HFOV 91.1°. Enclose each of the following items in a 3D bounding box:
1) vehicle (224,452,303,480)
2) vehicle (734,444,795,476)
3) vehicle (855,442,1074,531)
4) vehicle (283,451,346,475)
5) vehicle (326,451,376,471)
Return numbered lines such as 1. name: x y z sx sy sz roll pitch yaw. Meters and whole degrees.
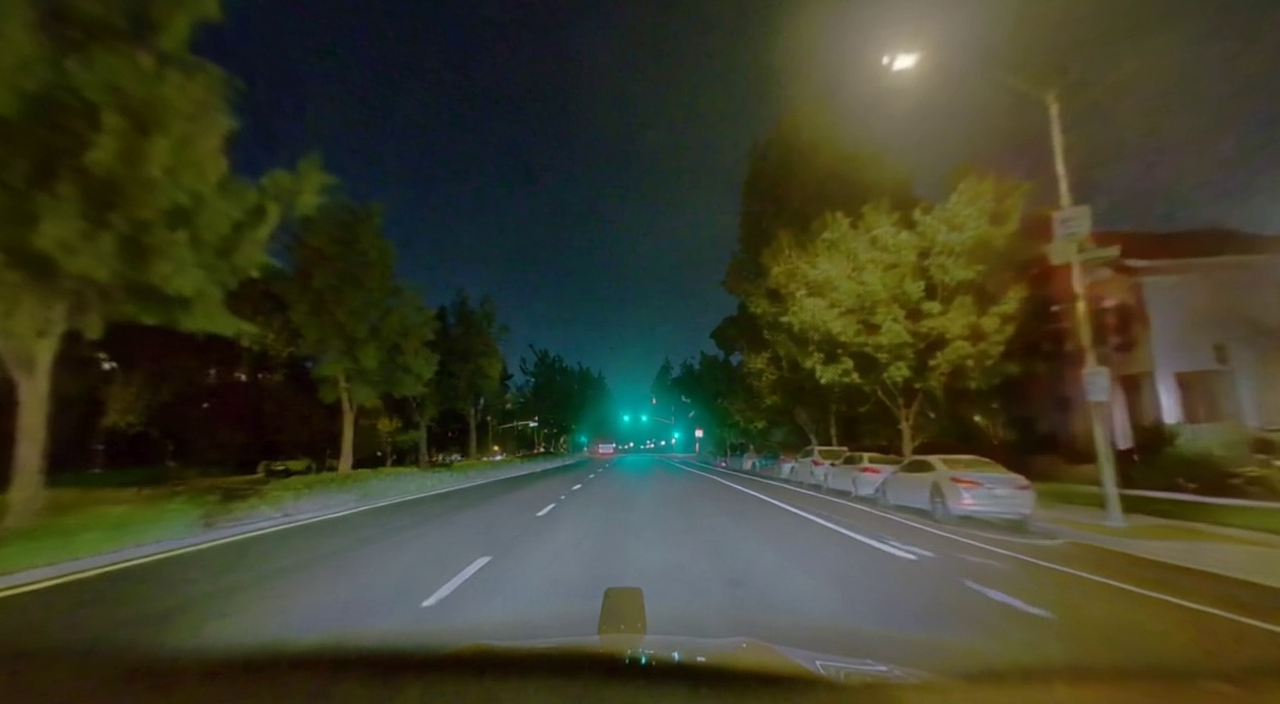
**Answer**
1. vehicle: -22.199 6.705 37.233 1.902 1.478 4.755 0 -9 -2
2. vehicle: 6.170 5.406 31.590 1.945 1.481 4.421 1 -9 -3
3. vehicle: 6.309 2.639 13.028 1.922 1.494 4.772 0 -9 -1
4. vehicle: -22.196 7.570 43.040 1.810 1.490 4.783 0 -9 -1
5. vehicle: -22.230 8.393 48.463 1.785 1.461 4.377 0 -9 0
